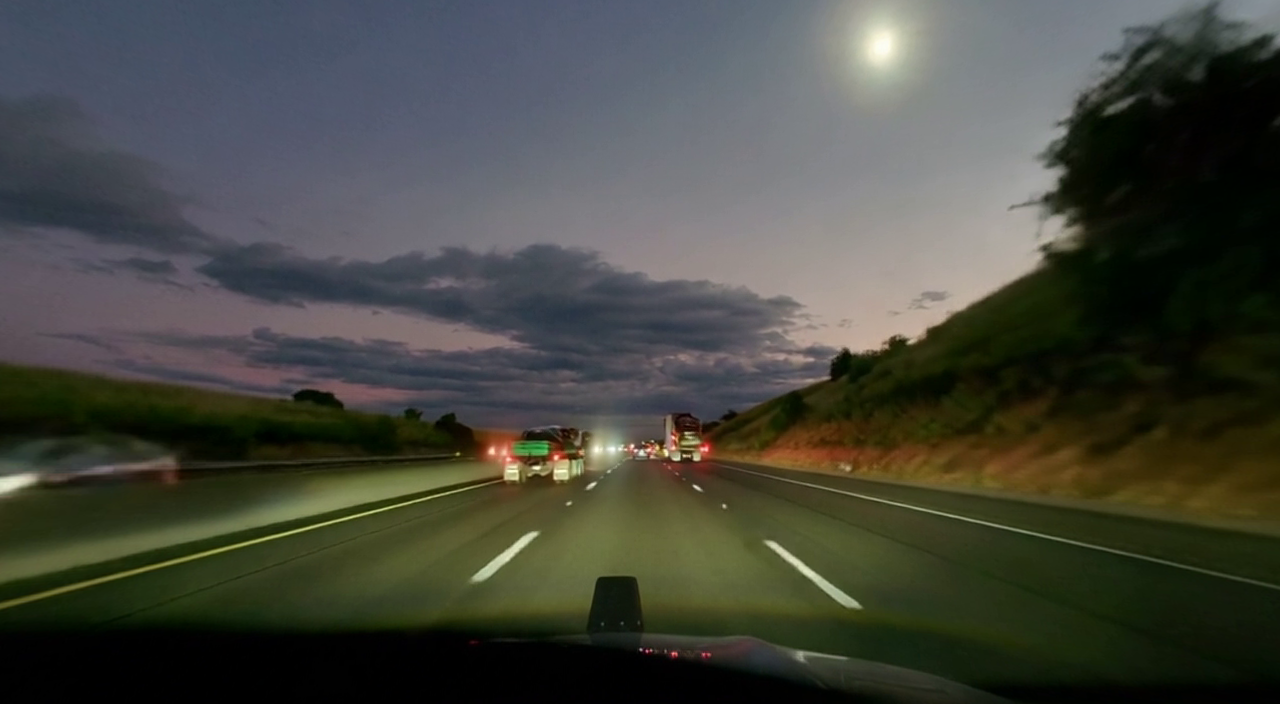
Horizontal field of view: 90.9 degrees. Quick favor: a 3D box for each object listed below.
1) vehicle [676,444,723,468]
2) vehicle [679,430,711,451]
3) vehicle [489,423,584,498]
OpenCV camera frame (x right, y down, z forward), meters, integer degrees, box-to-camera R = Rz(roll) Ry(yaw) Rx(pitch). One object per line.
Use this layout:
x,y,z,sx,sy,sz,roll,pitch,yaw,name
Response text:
4.277,7.730,47.095,2.654,1.574,9.537,-1,-9,1,vehicle
4.143,6.809,48.393,1.968,1.547,4.215,0,-9,-2,vehicle
-3.052,3.338,19.698,2.142,2.044,4.446,0,-9,1,vehicle
